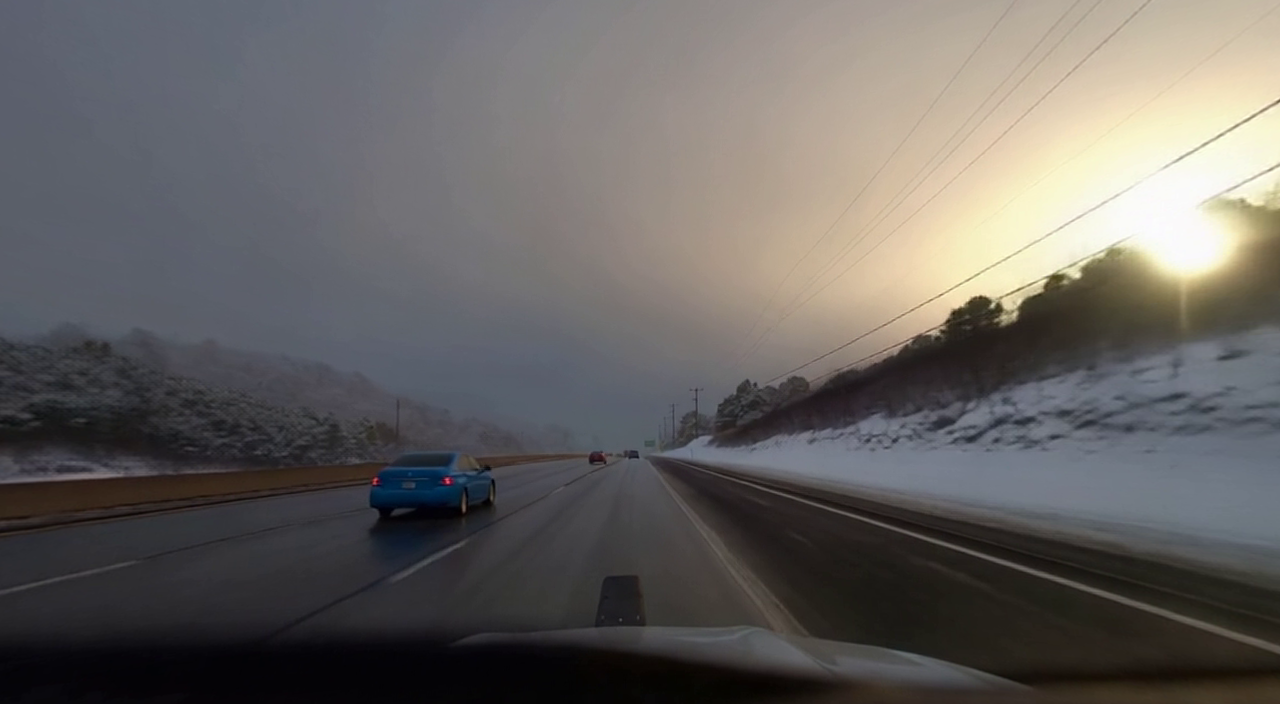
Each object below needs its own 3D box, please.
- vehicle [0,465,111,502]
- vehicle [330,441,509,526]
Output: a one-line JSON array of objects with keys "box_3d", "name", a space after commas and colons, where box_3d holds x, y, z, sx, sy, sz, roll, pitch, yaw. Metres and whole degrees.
[{"box_3d": [-29.885, 6.556, 31.796, 1.998, 1.568, 5.166, 0, -9, 0], "name": "vehicle"}, {"box_3d": [-4.435, 2.715, 13.728, 2.064, 1.489, 4.966, 0, -9, 0], "name": "vehicle"}]
